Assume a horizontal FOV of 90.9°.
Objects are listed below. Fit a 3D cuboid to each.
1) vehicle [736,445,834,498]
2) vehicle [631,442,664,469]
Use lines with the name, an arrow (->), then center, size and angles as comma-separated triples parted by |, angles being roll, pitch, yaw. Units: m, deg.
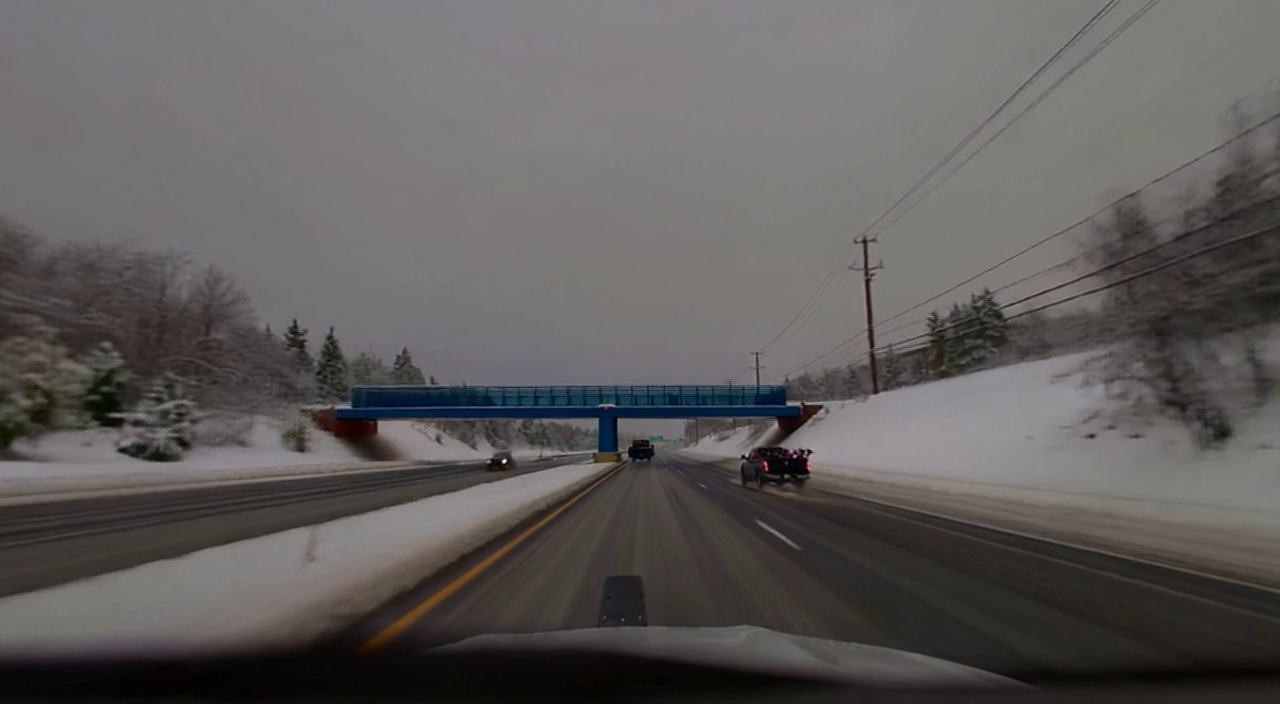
vehicle -> 4.550, 3.822, 20.596 | 1.988, 1.505, 4.958 | 0, -9, 0
vehicle -> 0.621, 7.879, 48.228 | 2.369, 1.948, 5.343 | 0, -9, 2
